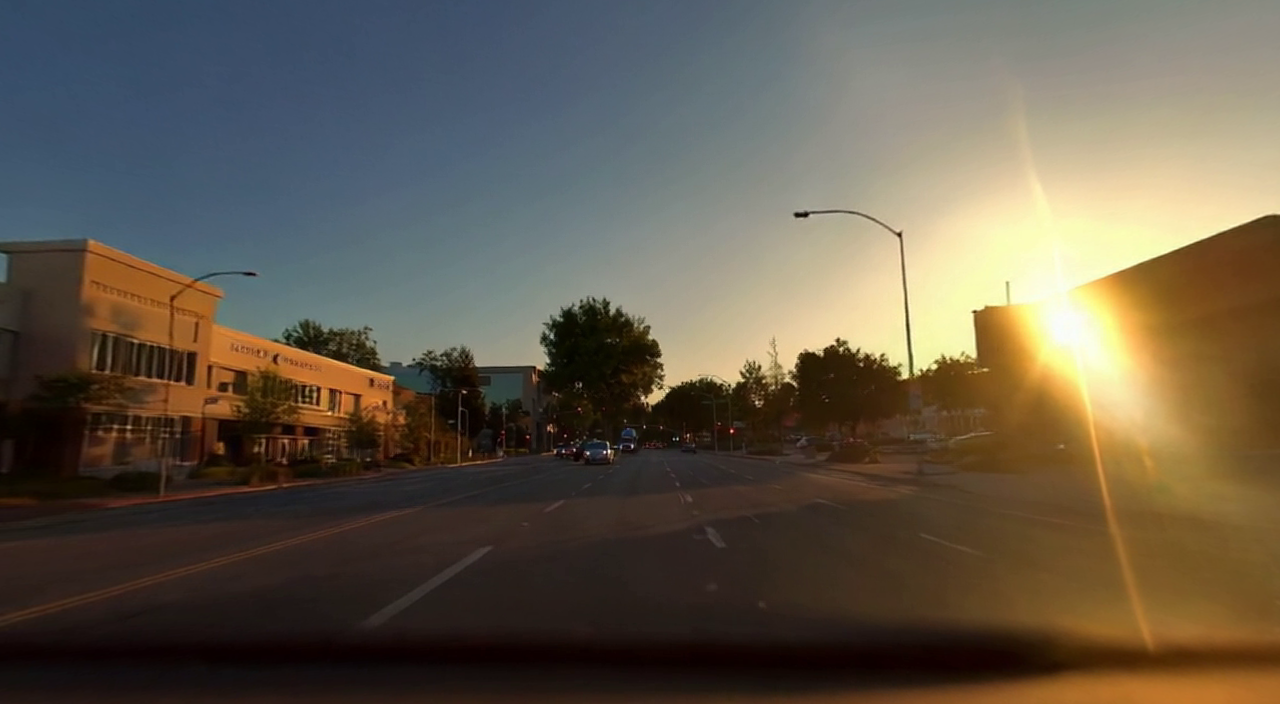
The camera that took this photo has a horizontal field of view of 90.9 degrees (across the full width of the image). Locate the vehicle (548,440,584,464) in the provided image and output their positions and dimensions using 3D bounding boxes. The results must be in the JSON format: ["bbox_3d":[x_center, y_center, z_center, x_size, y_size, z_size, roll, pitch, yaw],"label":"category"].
[{"bbox_3d":[-5.609,7.669,48.384,2.179,1.750,4.621,0,-8,0],"label":"vehicle"}]
